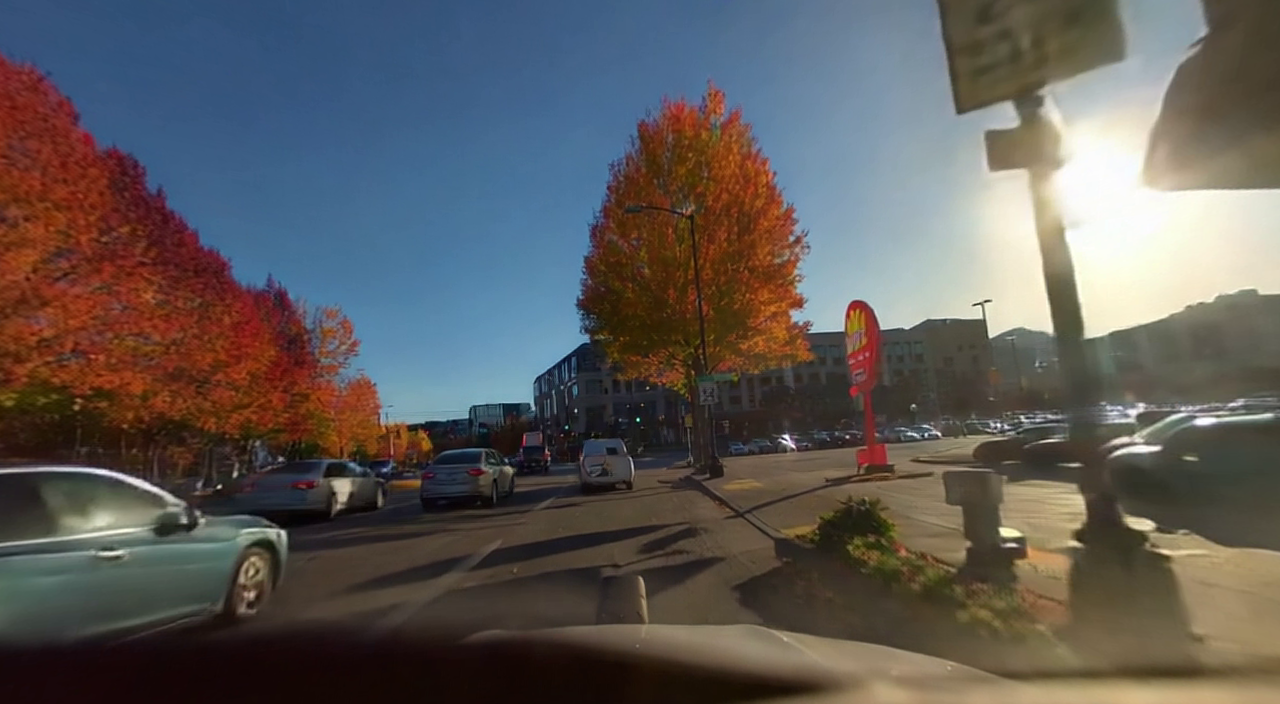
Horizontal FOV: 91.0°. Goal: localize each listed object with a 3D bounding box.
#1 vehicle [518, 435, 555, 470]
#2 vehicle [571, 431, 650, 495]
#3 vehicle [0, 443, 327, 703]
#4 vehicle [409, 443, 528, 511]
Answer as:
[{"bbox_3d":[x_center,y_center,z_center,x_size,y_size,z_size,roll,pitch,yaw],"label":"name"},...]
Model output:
[{"bbox_3d":[-6.377,6.210,39.026,2.082,2.018,4.308,2,-9,-8],"label":"vehicle"},{"bbox_3d":[-0.943,3.344,19.248,2.144,1.704,4.028,1,-9,-4],"label":"vehicle"},{"bbox_3d":[-4.180,1.273,3.549,2.090,1.506,5.326,1,-9,0],"label":"vehicle"},{"bbox_3d":[-4.383,3.256,16.949,1.974,1.549,4.603,1,-9,-1],"label":"vehicle"}]
